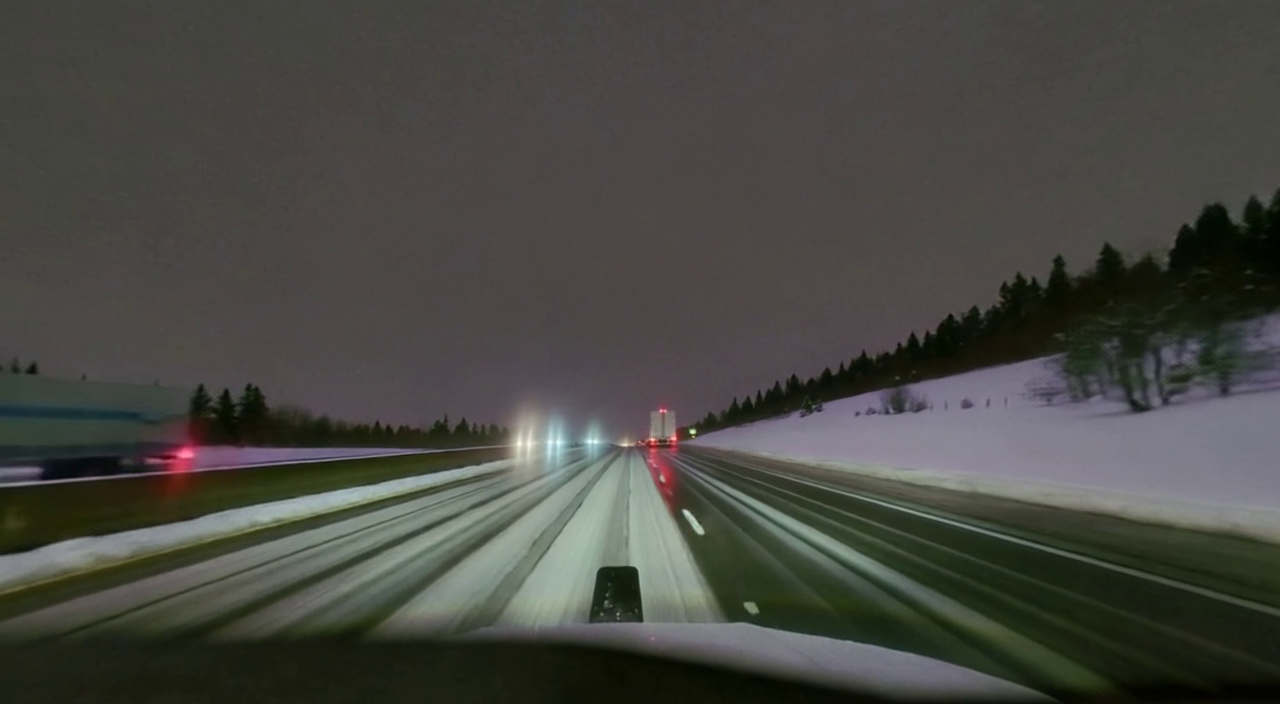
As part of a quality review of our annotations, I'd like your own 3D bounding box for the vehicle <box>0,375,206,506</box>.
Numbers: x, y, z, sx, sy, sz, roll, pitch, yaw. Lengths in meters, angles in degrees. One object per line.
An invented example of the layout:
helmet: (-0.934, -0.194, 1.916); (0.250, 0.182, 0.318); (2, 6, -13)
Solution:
vehicle: (-19.787, 3.094, 22.151); (2.903, 3.736, 8.581); (0, -8, -1)
